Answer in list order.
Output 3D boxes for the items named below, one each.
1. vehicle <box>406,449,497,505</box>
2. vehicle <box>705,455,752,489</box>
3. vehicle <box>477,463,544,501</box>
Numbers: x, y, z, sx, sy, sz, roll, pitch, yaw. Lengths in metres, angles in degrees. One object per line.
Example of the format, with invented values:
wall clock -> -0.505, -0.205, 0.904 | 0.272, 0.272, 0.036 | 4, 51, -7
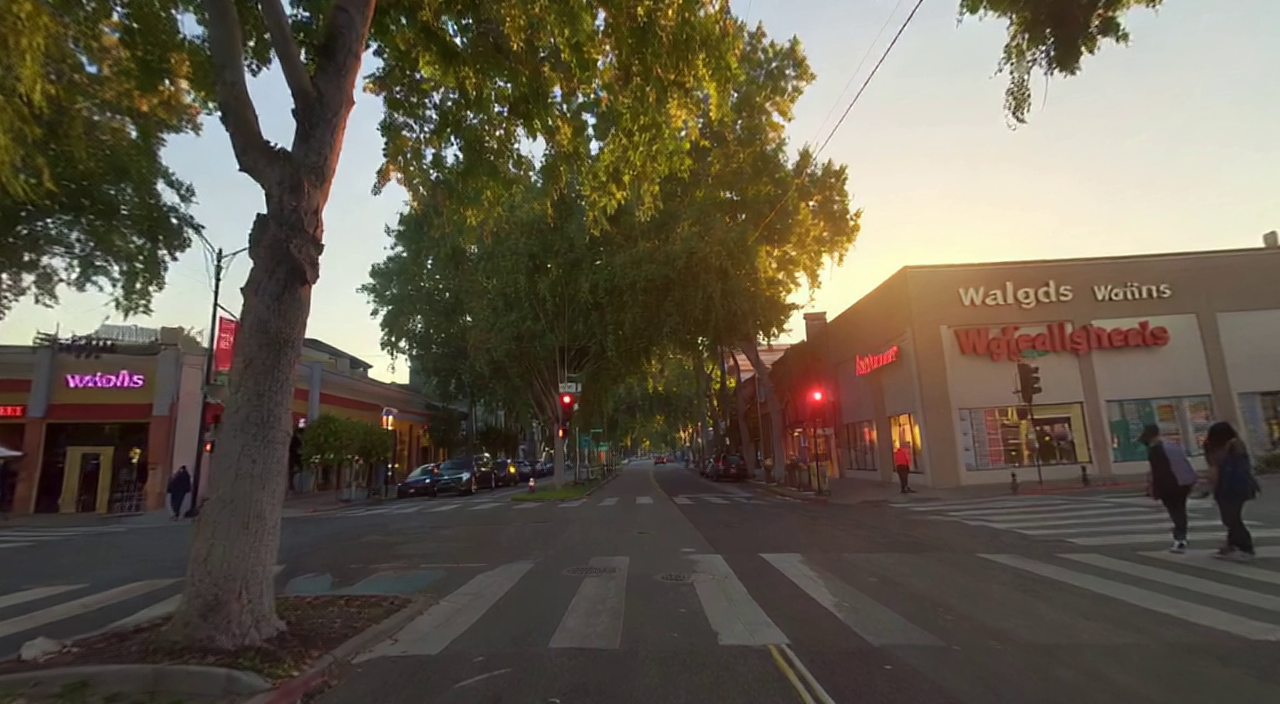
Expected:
vehicle -> -8.821, 5.866, 30.314 | 2.489, 2.323, 5.843 | 0, -8, 1
vehicle -> 5.194, 7.103, 37.712 | 2.010, 1.844, 4.386 | 0, -8, -2
vehicle -> -5.751, 5.829, 28.618 | 1.983, 1.438, 4.559 | 0, -8, 1
